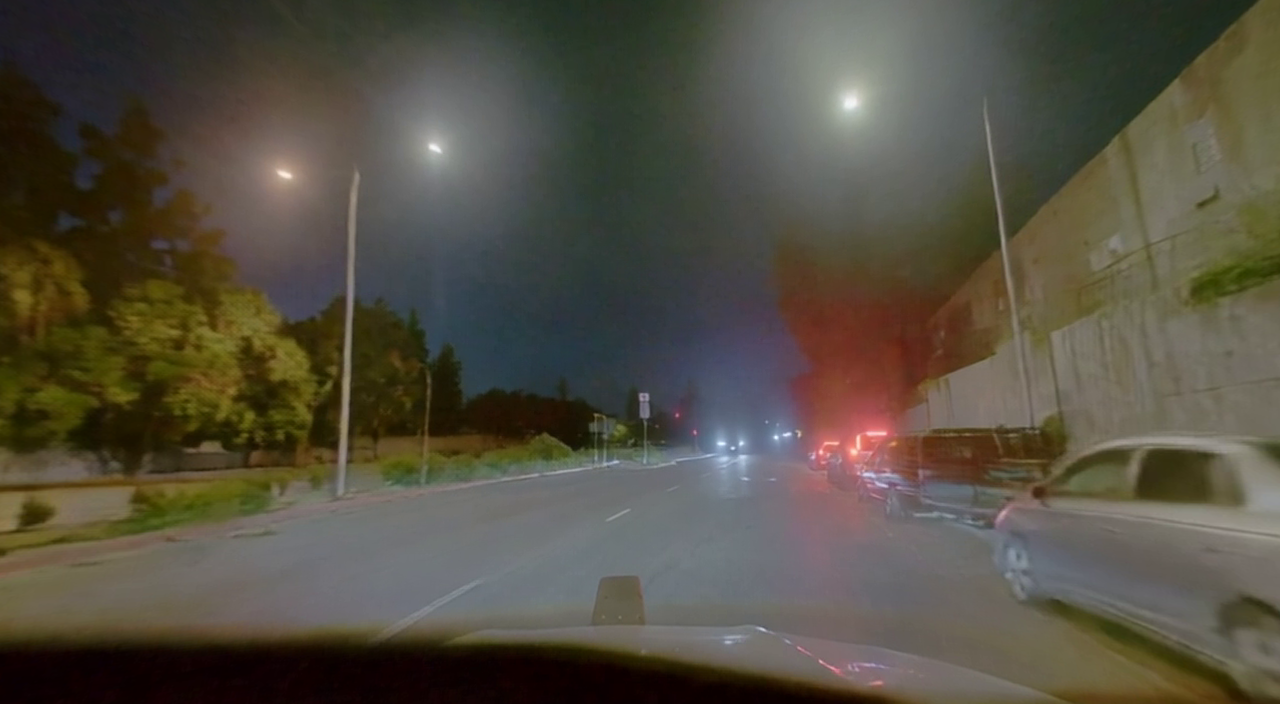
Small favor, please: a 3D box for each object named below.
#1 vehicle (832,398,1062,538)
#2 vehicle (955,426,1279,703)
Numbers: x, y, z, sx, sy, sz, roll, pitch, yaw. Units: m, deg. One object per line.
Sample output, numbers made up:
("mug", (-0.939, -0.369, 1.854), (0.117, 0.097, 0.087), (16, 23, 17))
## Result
("vehicle", (5.392, 2.148, 12.394), (2.291, 1.981, 6.444), (-2, -9, 10))
("vehicle", (3.877, 1.237, 4.035), (1.887, 1.439, 4.687), (-1, -9, 8))
